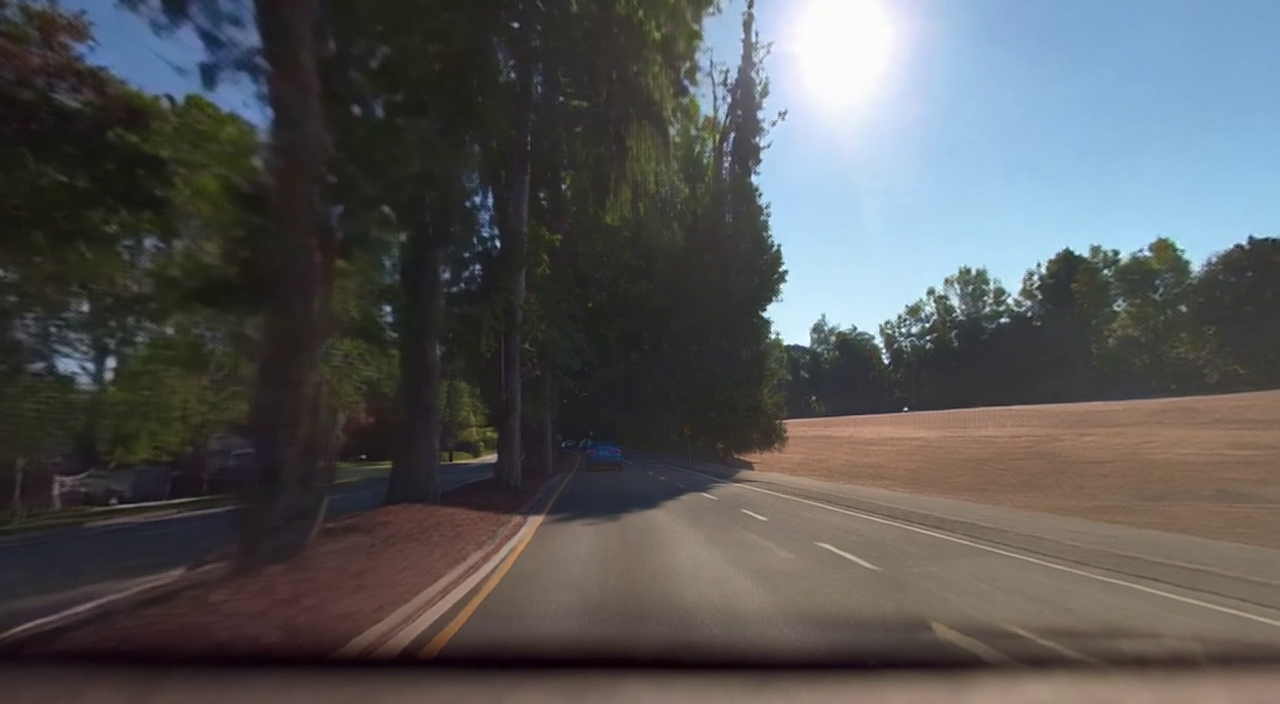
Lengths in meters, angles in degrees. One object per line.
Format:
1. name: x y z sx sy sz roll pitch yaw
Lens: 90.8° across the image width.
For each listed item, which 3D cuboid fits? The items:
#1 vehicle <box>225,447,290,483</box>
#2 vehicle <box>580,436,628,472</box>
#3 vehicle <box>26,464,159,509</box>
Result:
1. vehicle: -24.508 7.197 40.721 2.076 2.085 5.241 3 -9 -15
2. vehicle: -1.890 5.138 31.983 2.216 1.708 4.110 1 -9 -5
3. vehicle: -21.400 5.219 24.979 1.792 1.471 4.511 1 -9 -10
